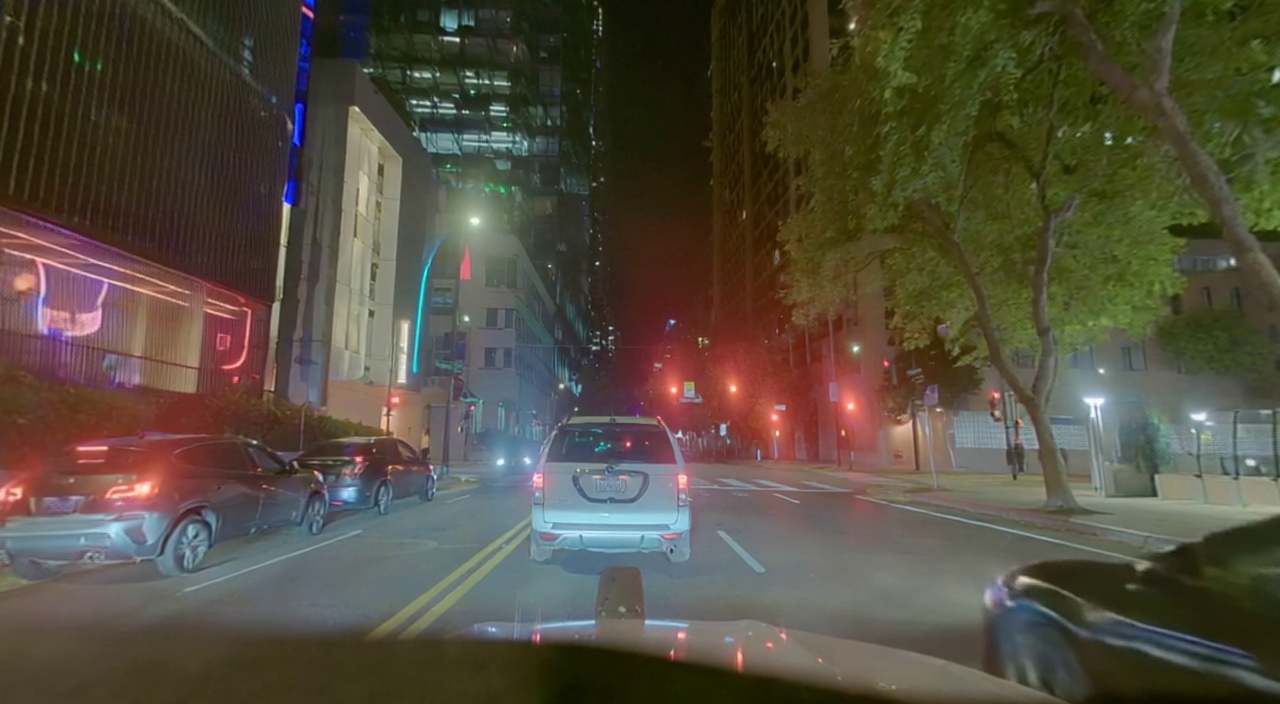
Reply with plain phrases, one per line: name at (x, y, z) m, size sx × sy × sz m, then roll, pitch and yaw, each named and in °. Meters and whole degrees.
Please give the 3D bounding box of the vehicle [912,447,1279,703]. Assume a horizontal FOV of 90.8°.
vehicle at (2.479, 0.883, 1.269) m, size 1.882 × 1.354 × 4.749 m, roll 0°, pitch -9°, yaw 2°

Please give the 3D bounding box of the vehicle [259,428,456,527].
vehicle at (-5.873, 2.652, 13.969) m, size 2.077 × 1.791 × 4.751 m, roll 0°, pitch -9°, yaw 1°

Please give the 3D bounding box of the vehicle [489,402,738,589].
vehicle at (-0.228, 1.599, 7.785) m, size 2.258 × 1.687 × 3.934 m, roll 0°, pitch -9°, yaw 1°

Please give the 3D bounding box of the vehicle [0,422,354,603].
vehicle at (-5.751, 1.856, 8.287) m, size 1.904 × 1.684 × 4.529 m, roll 0°, pitch -9°, yaw -1°
